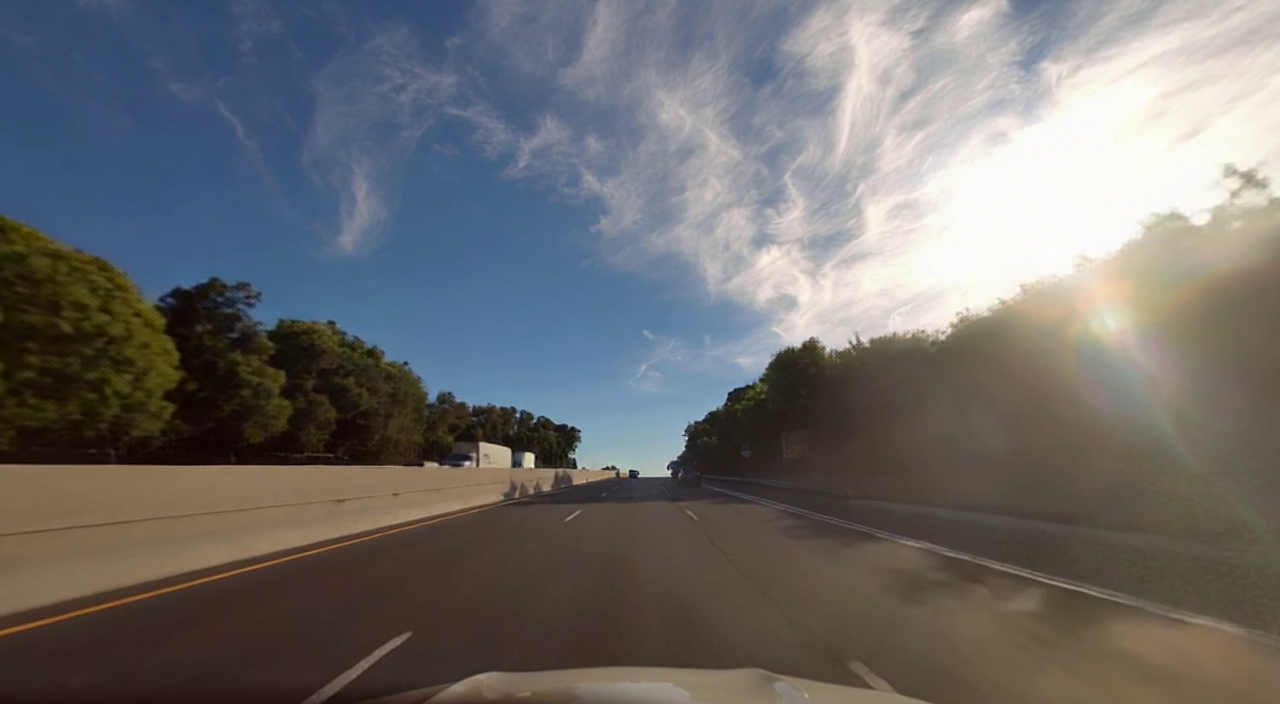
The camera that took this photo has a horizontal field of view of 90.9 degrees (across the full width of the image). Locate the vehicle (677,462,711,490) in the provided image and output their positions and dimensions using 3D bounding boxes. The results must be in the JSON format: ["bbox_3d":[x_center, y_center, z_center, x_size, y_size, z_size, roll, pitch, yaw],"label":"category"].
[{"bbox_3d":[3.955,9.196,46.786,2.093,1.933,4.623,1,-10,-1],"label":"vehicle"}]

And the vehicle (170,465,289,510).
[{"bbox_3d":[-14.599,4.812,22.659,1.837,1.444,3.440,1,-10,1],"label":"vehicle"}]

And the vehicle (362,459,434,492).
[{"bbox_3d":[-14.742,7.547,38.713,2.255,1.844,4.992,1,-10,1],"label":"vehicle"}]
